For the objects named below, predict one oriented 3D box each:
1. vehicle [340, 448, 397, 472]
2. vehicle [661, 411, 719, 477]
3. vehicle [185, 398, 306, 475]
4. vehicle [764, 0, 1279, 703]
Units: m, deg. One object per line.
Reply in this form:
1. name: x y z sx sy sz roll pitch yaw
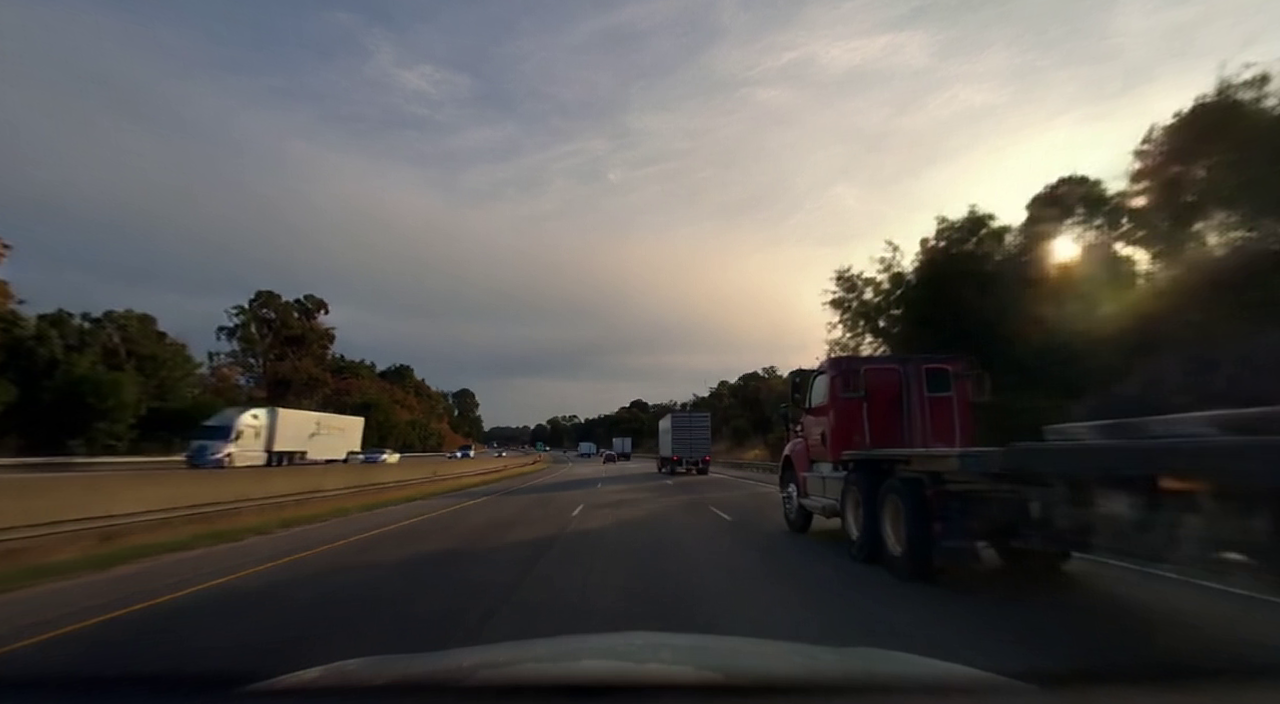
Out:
1. vehicle: -17.992 7.175 42.049 1.863 1.512 4.682 0 -9 -1
2. vehicle: 3.194 6.258 42.767 2.826 4.035 8.369 0 -9 -3
3. vehicle: -22.223 4.856 36.041 3.018 4.008 5.908 0 -9 -2
4. vehicle: 4.292 0.698 8.181 2.989 3.997 11.037 0 -9 -1
